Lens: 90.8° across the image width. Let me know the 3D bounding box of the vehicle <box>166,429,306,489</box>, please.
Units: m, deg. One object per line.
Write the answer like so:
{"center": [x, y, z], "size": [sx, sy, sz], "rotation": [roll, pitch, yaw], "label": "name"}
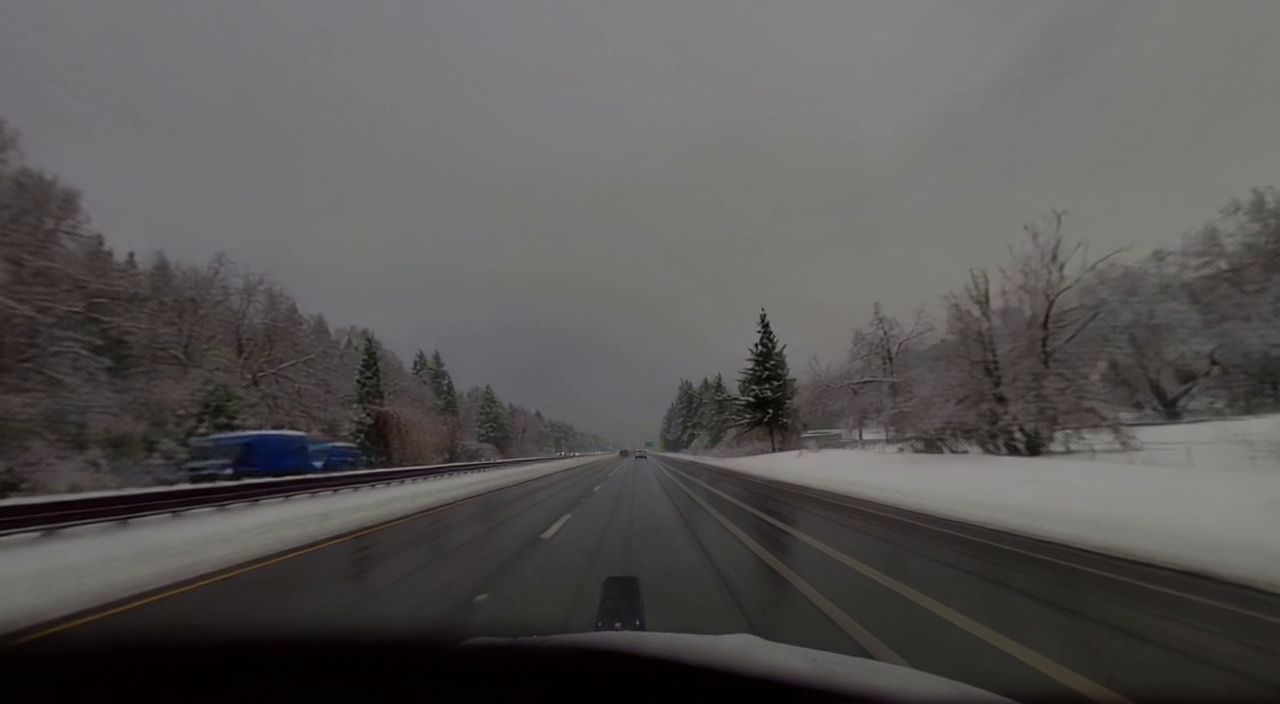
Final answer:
{"center": [-19.750, 5.271, 31.456], "size": [2.271, 2.580, 7.002], "rotation": [0, -9, 0], "label": "vehicle"}
